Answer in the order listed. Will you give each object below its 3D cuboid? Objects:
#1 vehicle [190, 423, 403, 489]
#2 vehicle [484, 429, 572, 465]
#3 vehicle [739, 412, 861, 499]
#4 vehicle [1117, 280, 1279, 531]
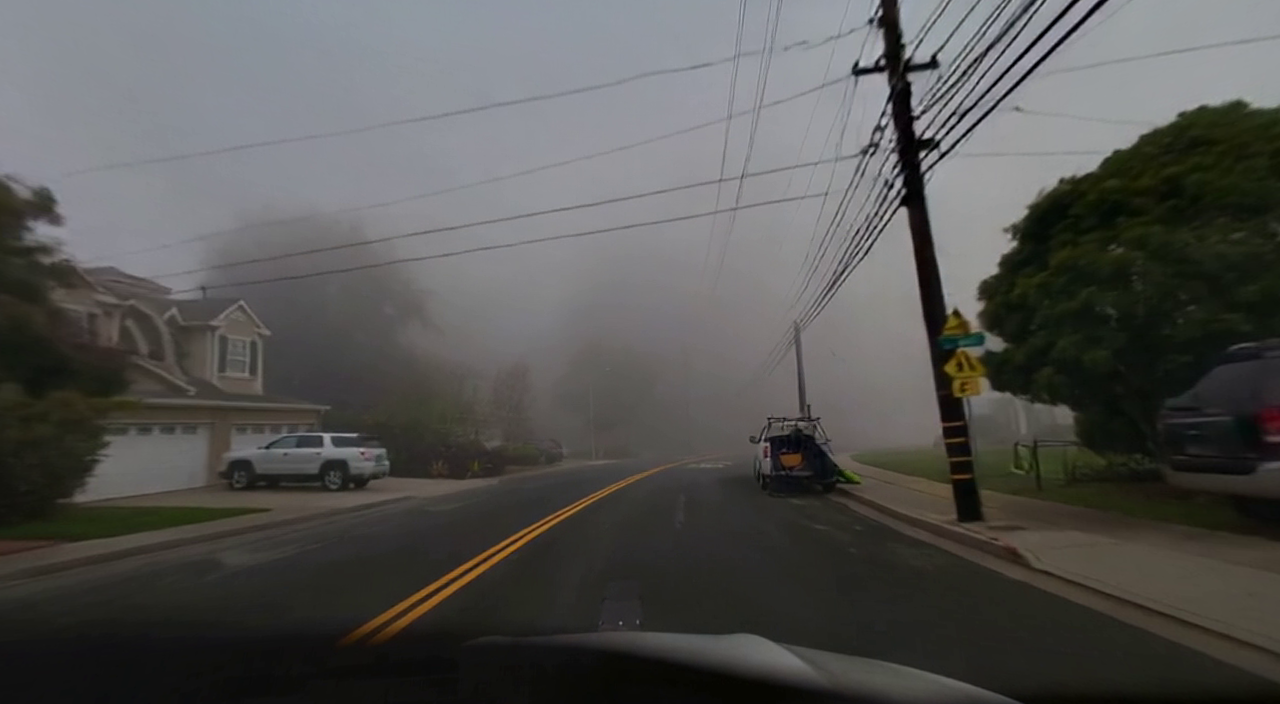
[{"bbox_3d":[-10.987,3.362,20.508,5.632,1.957,2.302,-1,-8,6],"label":"vehicle"},{"bbox_3d":[-7.284,6.156,41.197,5.228,2.041,2.023,0,-6,13],"label":"vehicle"},{"bbox_3d":[4.120,2.808,17.507,2.273,1.938,6.400,-1,-8,5],"label":"vehicle"},{"bbox_3d":[9.358,0.604,6.739,6.333,2.381,2.439,-1,-8,3],"label":"vehicle"}]
